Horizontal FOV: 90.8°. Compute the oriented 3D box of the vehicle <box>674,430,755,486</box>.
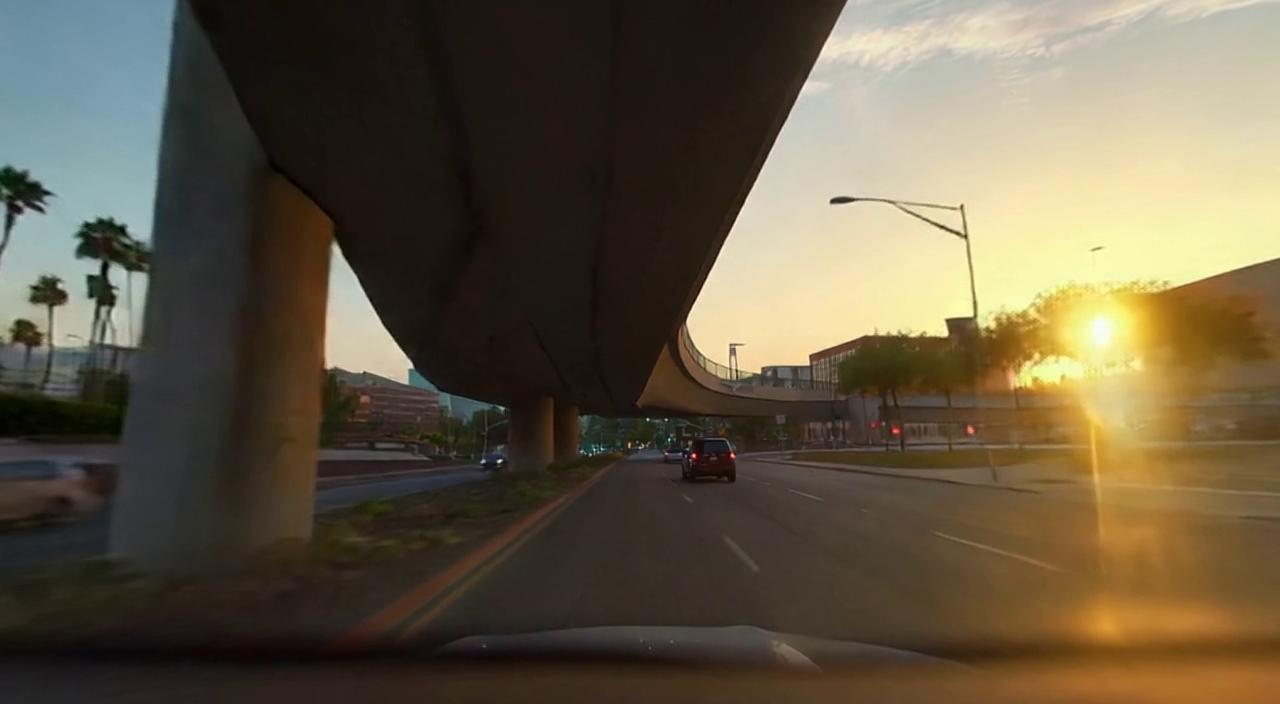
[{"bbox_3d":[2.856,4.298,25.858,2.559,2.017,5.562,0,-9,-1],"label":"vehicle"}]
